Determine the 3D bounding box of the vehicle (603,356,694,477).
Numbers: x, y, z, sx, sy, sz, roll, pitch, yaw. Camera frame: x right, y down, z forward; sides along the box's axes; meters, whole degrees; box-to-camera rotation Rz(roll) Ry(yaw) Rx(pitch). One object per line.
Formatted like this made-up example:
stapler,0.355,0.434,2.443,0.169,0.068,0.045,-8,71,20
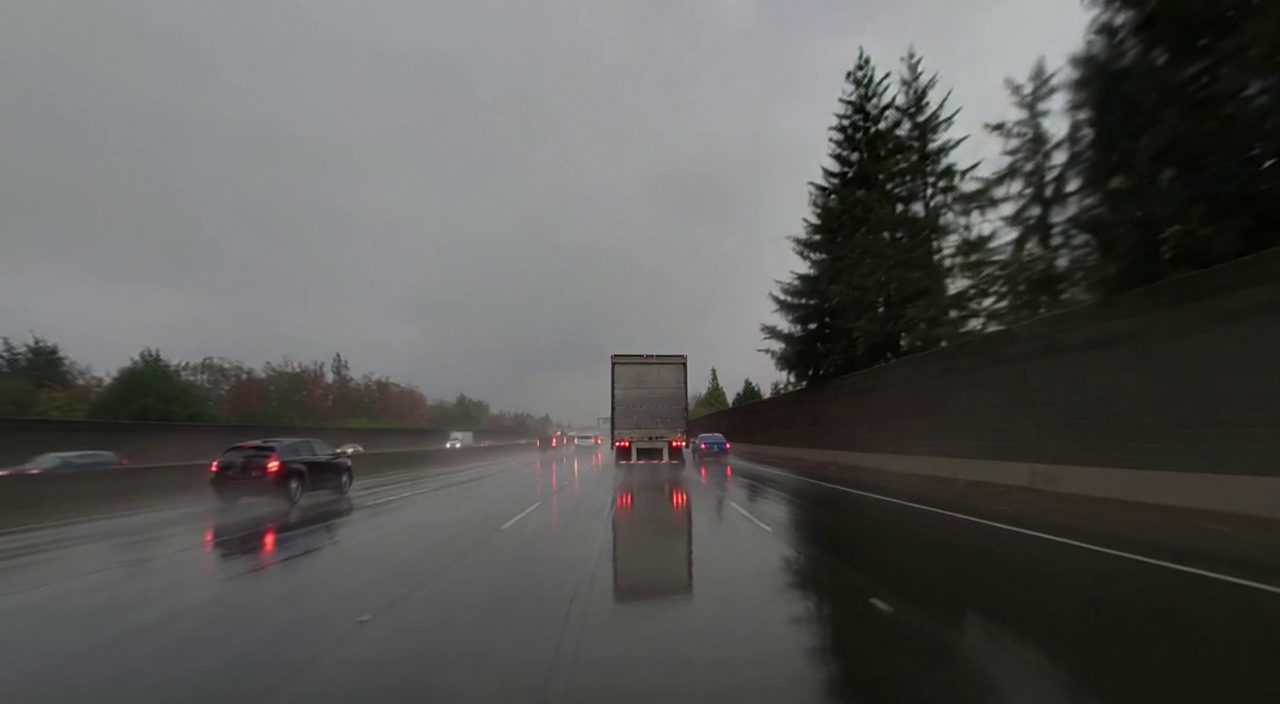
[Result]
vehicle,0.050,2.787,25.569,2.904,3.915,10.473,0,-8,-2

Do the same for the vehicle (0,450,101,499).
vehicle,-23.322,4.530,23.582,1.886,1.622,4.933,0,-8,-1

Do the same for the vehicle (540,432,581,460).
vehicle,-5.010,5.974,40.023,2.134,1.650,4.133,0,-8,-1

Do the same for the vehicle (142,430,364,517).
vehicle,-7.663,2.398,13.037,2.059,1.500,4.001,0,-8,-1

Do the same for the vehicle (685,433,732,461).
vehicle,3.900,5.499,36.537,2.044,1.508,4.716,0,-8,-2
